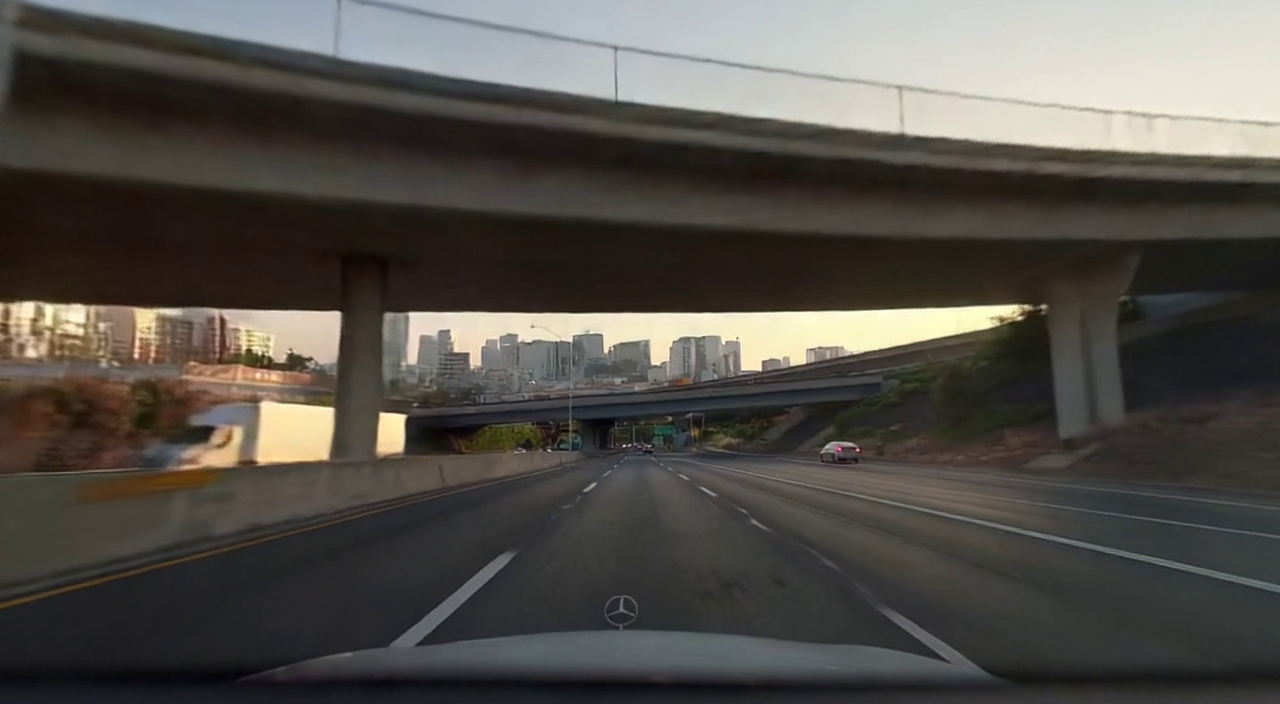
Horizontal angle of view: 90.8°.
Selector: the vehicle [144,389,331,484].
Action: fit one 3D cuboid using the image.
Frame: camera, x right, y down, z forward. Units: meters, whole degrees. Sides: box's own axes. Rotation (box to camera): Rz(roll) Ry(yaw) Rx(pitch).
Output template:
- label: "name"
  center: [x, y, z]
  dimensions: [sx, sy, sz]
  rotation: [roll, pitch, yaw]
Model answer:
- label: "vehicle"
  center: [-17.848, 3.912, 28.996]
  dimensions: [3.120, 3.701, 8.247]
  rotation: [0, -9, -1]
